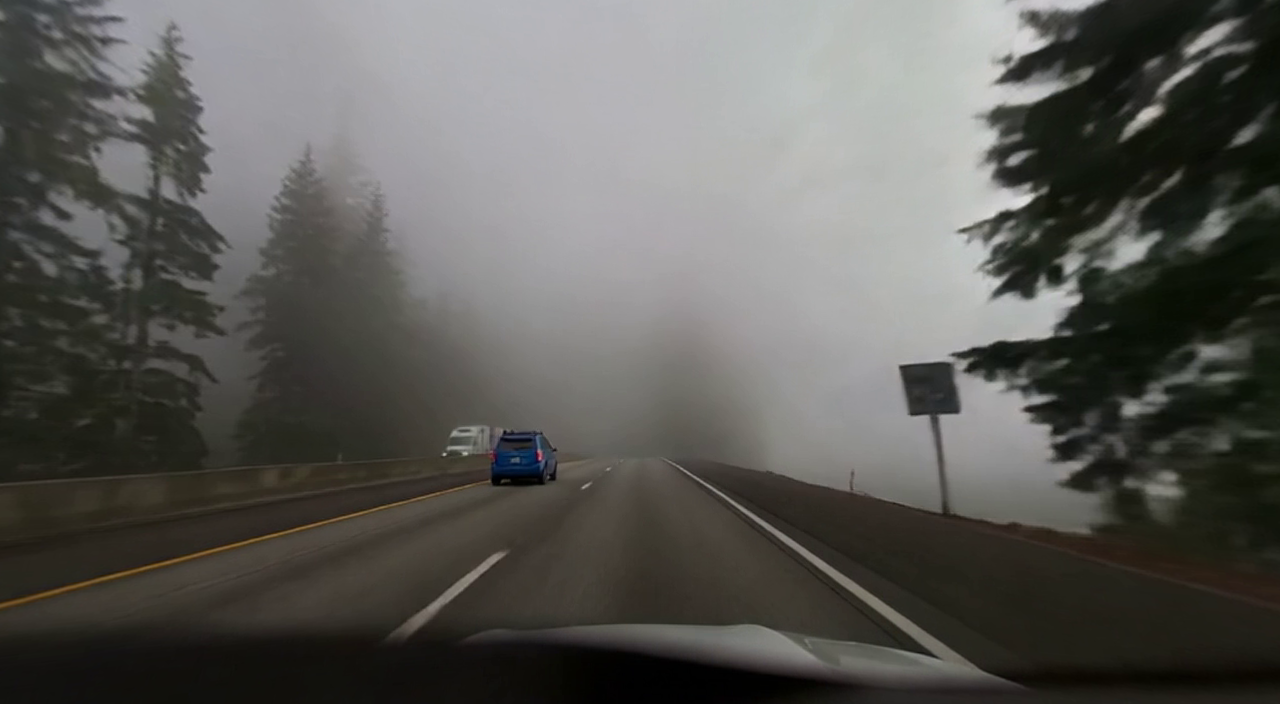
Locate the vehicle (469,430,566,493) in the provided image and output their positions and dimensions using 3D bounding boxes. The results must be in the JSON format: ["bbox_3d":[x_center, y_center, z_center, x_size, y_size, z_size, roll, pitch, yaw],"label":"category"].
[{"bbox_3d":[-3.716,3.405,19.952,2.084,1.752,4.479,0,-8,2],"label":"vehicle"}]
